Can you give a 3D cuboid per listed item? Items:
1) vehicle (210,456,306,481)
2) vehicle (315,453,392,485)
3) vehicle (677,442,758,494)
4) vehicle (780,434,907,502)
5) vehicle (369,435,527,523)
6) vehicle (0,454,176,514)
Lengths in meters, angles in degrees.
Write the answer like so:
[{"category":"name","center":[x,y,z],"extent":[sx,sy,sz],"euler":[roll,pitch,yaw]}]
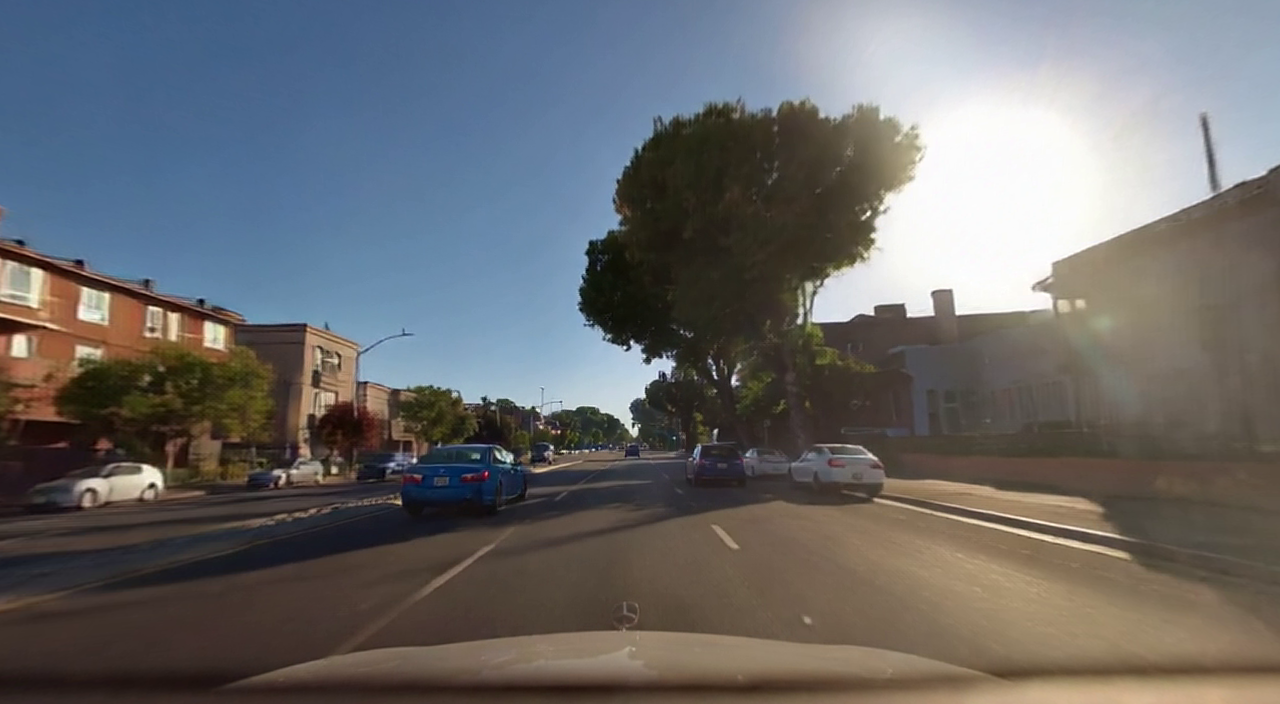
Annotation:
[{"category":"vehicle","center":[-24.104,7.337,40.001],"extent":[4.816,1.482,1.995],"euler":[-1,-9,3]},{"category":"vehicle","center":[-15.054,6.130,33.477],"extent":[1.907,1.494,4.549],"euler":[0,-9,1]},{"category":"vehicle","center":[2.359,3.660,20.370],"extent":[1.978,1.471,4.426],"euler":[0,-8,-1]},{"category":"vehicle","center":[6.006,3.473,19.477],"extent":[2.085,1.782,5.258],"euler":[0,-8,-1]},{"category":"vehicle","center":[-3.767,2.545,13.242],"extent":[2.062,1.527,4.044],"euler":[0,-8,0]},{"category":"vehicle","center":[-18.111,4.272,20.951],"extent":[2.003,1.699,4.524],"euler":[-2,-9,-1]}]
